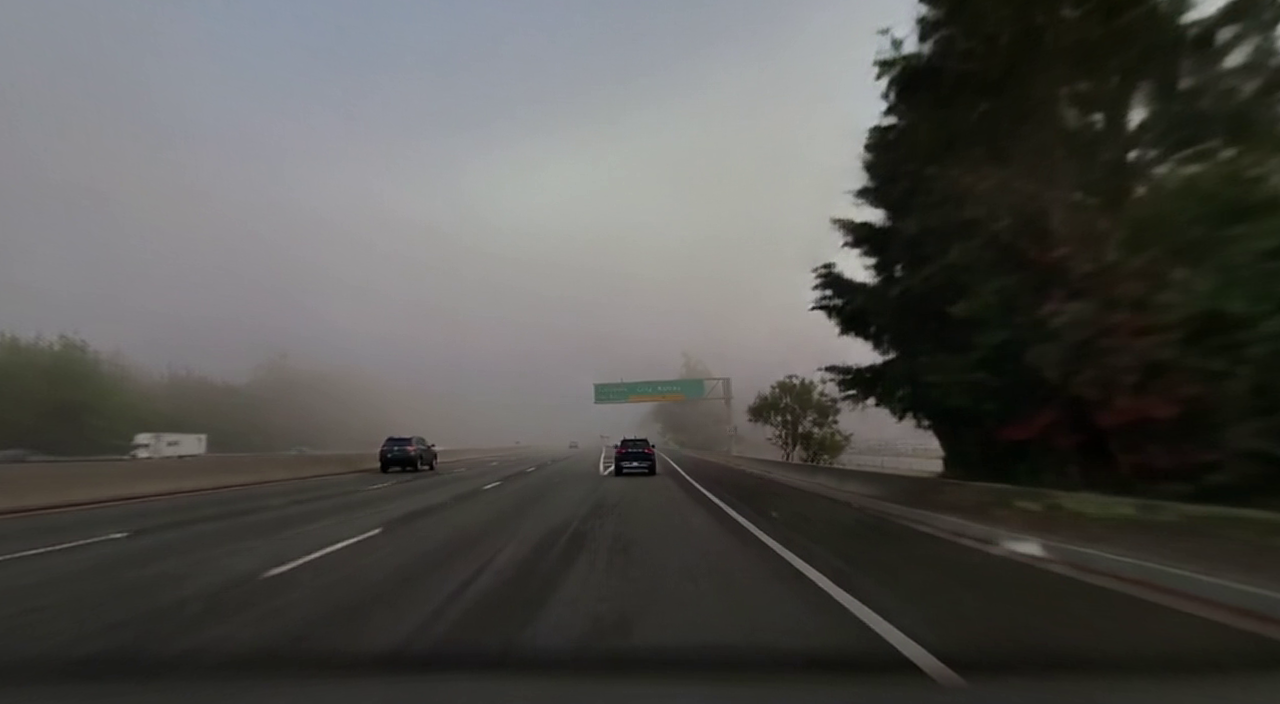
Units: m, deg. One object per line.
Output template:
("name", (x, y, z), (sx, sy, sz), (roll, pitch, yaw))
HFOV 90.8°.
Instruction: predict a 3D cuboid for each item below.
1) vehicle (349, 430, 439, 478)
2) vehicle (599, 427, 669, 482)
("vehicle", (-11.069, 4.641, 28.921), (2.289, 1.955, 5.147), (0, -9, -3))
("vehicle", (-0.246, 4.100, 25.544), (2.497, 1.957, 5.432), (0, -9, 0))
